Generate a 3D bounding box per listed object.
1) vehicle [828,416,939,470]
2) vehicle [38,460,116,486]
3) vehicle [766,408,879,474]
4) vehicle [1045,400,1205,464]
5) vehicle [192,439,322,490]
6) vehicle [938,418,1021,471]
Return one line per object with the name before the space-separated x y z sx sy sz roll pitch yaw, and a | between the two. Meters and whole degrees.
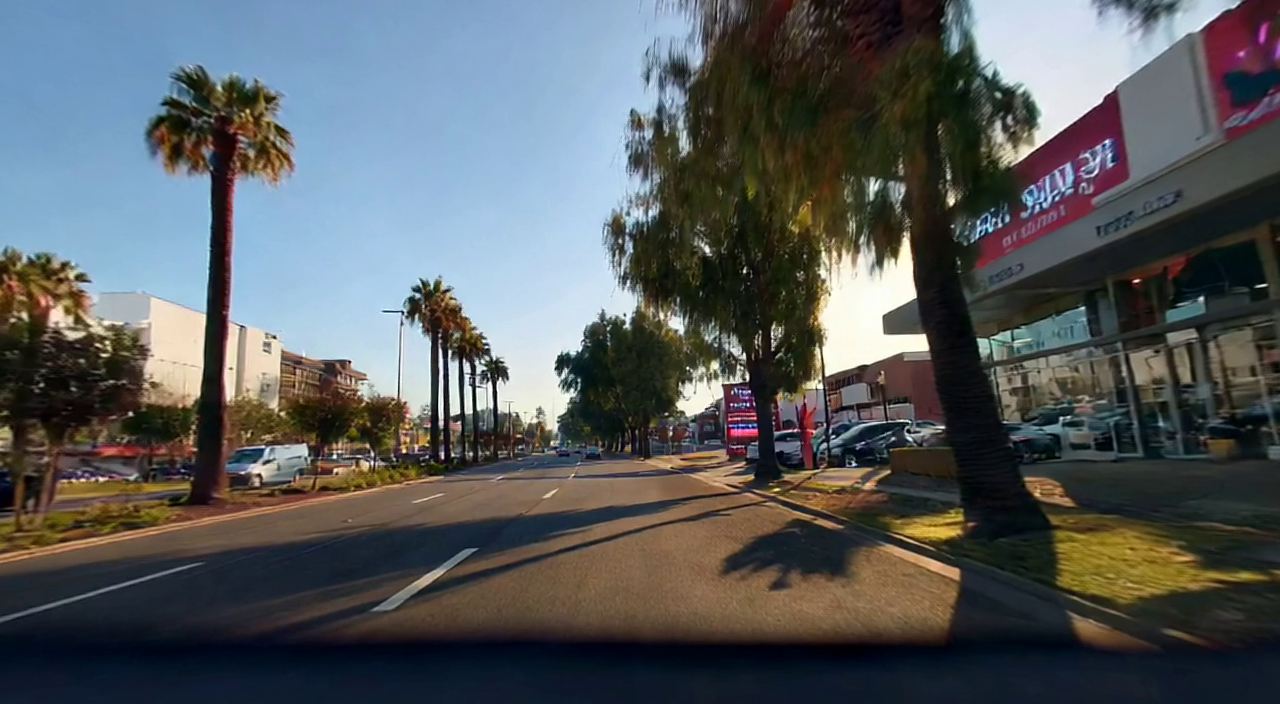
vehicle | 11.195 4.159 28.816 2.514 2.172 5.798 -9 -12 43
vehicle | -39.065 8.384 43.899 3.759 1.475 1.863 -3 -7 3
vehicle | 8.984 4.350 30.730 5.942 2.851 2.531 8 -12 -44
vehicle | 21.826 3.731 28.890 2.434 2.604 5.700 0 -9 -4
vehicle | -16.982 5.012 28.525 2.379 2.034 5.893 0 -9 -3
vehicle | 15.432 4.168 29.149 2.525 2.043 6.684 -7 -8 22
